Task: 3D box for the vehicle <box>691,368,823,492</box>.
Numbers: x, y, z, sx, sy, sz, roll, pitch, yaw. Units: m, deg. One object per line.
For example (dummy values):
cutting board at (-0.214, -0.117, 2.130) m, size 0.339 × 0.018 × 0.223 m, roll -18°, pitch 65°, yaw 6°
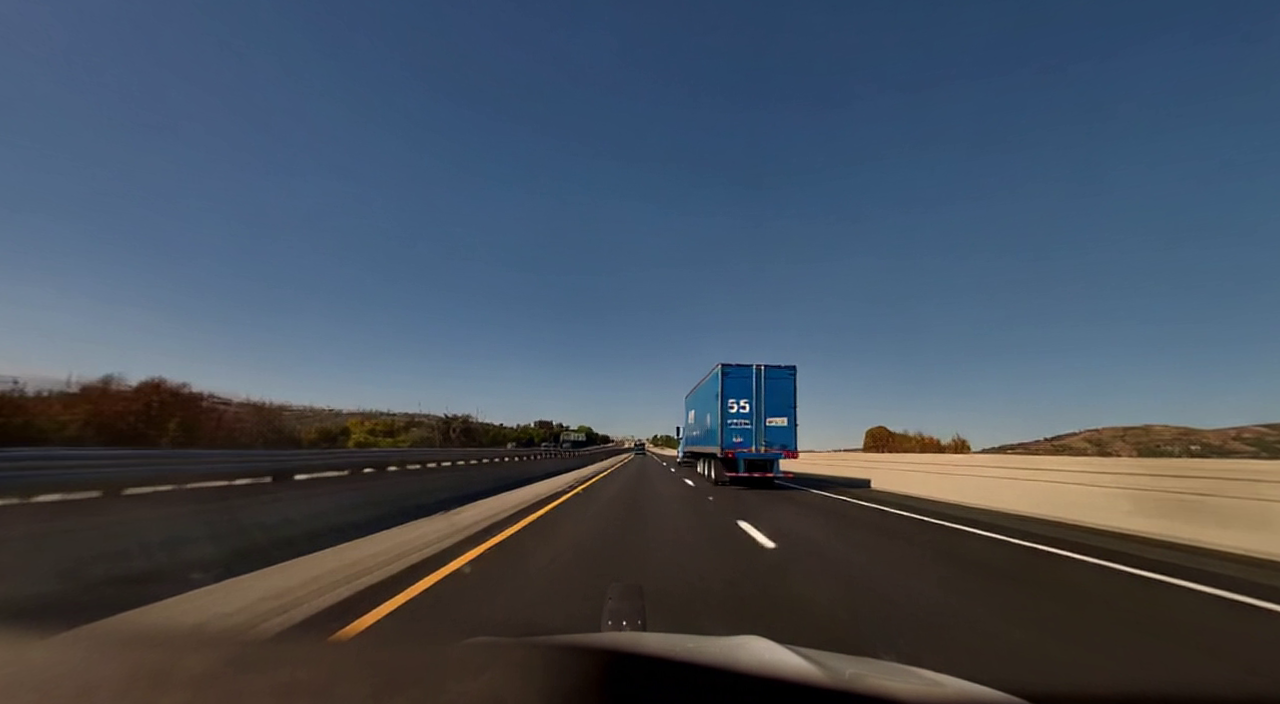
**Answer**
vehicle at (3.942, 3.138, 24.189) m, size 3.107 × 3.718 × 10.231 m, roll 0°, pitch -9°, yaw 0°
